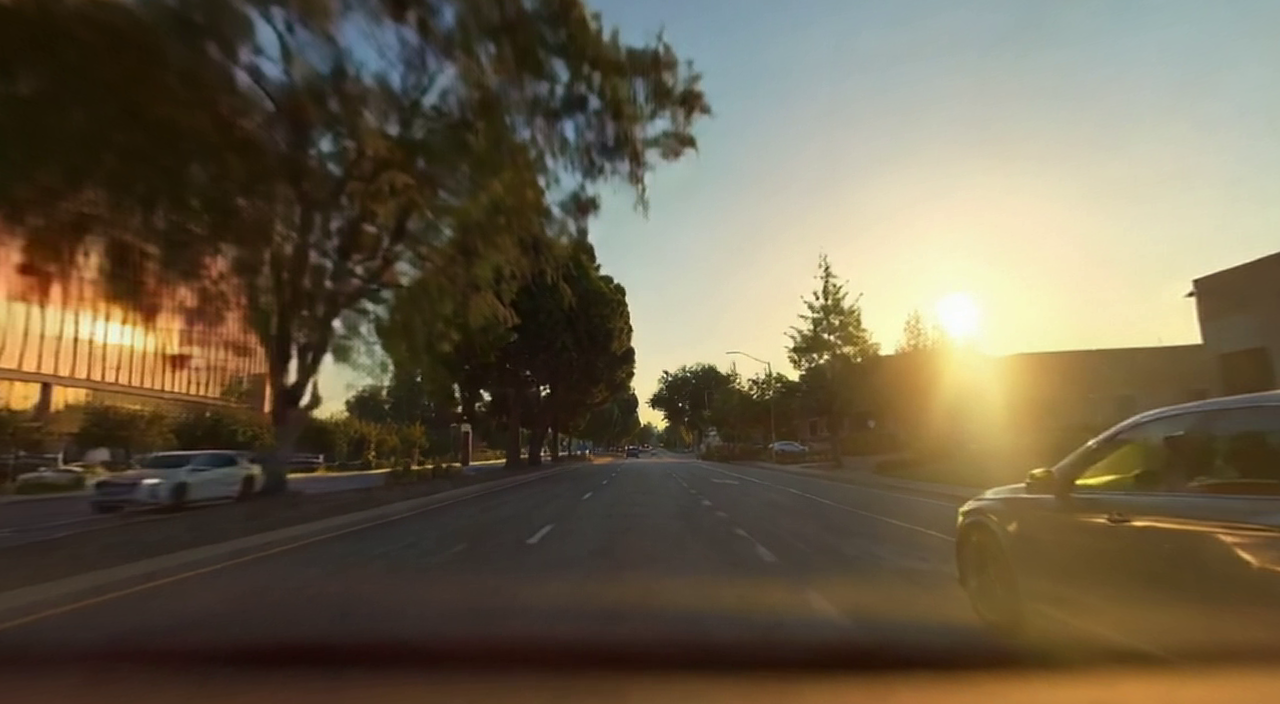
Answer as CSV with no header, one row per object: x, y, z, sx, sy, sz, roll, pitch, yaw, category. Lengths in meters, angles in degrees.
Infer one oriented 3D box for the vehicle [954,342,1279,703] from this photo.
3.238,0.809,2.069,2.090,1.685,4.436,0,-9,0,vehicle

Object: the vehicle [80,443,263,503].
-17.058,4.393,23.448,2.193,1.936,5.819,0,-9,2,vehicle
